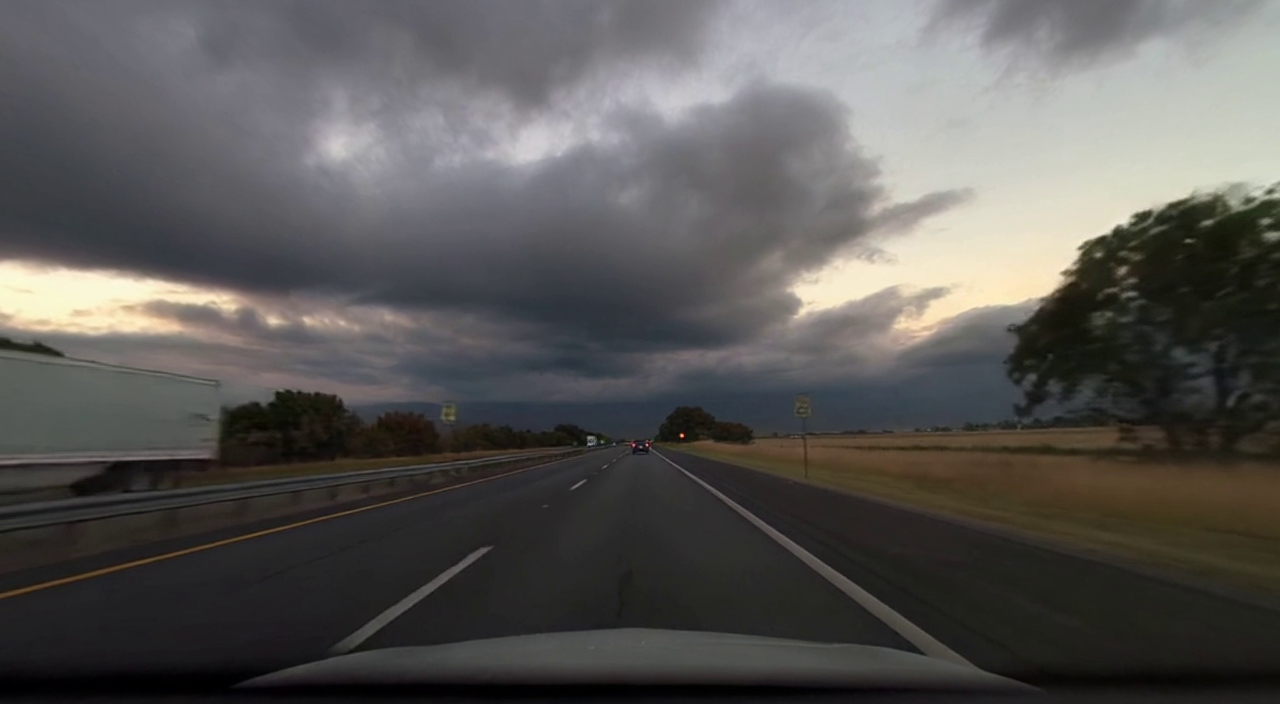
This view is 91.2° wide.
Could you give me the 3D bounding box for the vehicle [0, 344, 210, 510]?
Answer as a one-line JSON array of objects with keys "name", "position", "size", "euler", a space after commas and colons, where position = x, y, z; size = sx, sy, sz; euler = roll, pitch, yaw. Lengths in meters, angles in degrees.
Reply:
[{"name": "vehicle", "position": [-16.986, 1.841, 15.327], "size": [3.046, 3.954, 13.985], "euler": [0, -8, 0]}]
